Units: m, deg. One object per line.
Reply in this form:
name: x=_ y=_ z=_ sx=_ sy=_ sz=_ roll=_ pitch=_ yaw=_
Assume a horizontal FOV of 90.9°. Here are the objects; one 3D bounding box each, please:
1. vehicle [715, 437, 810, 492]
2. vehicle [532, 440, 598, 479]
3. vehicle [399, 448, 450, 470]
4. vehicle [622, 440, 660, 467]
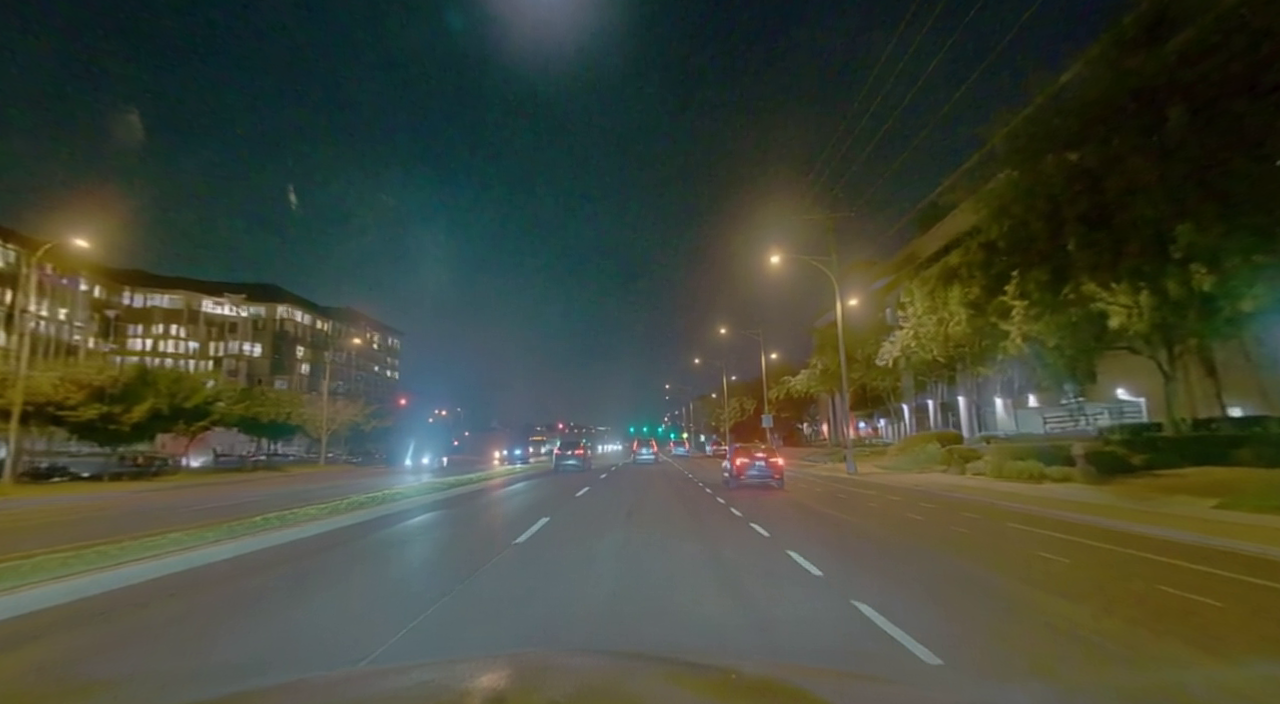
vehicle: x=3.655 y=3.416 z=19.641 sx=1.990 sy=1.486 sz=4.431 roll=0 pitch=-8 yaw=-1
vehicle: x=-2.966 y=4.379 z=25.984 sx=2.082 sy=1.467 sz=4.379 roll=0 pitch=-8 yaw=1
vehicle: x=-15.778 y=7.849 z=46.360 sx=2.018 sy=1.465 sz=4.672 roll=0 pitch=-8 yaw=1
vehicle: x=0.035 y=5.973 z=37.180 sx=2.101 sy=1.480 sz=3.929 roll=0 pitch=-8 yaw=0
